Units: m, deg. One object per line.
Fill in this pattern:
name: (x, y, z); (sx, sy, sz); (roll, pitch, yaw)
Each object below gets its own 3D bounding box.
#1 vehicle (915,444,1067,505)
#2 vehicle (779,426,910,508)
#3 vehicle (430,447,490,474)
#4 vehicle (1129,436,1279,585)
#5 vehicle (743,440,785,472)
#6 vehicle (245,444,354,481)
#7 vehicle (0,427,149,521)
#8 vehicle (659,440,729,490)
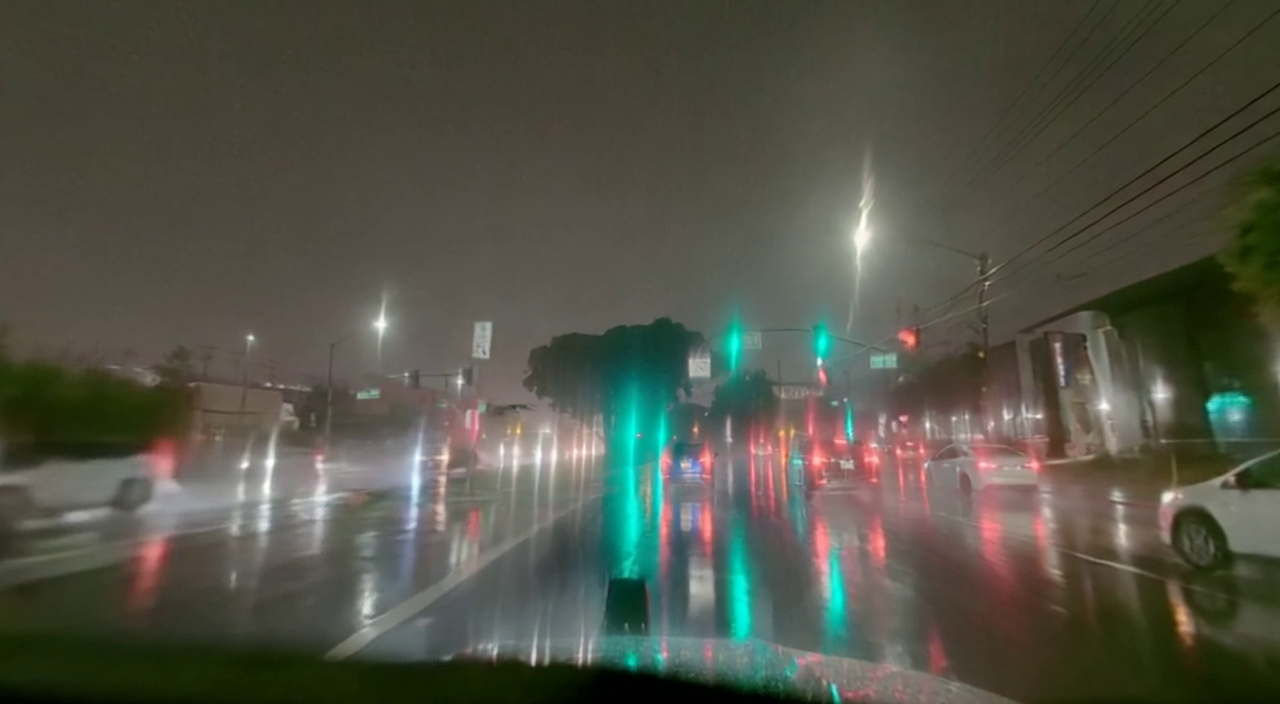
vehicle: (9.538, 3.309, 17.642); (1.882, 1.463, 4.543); (-1, -8, 4)
vehicle: (5.132, 2.929, 16.603); (2.119, 1.810, 4.848); (-1, -8, 4)
vehicle: (-10.172, 6.148, 35.970); (1.779, 1.388, 4.210); (-1, -8, 7)
vehicle: (7.283, 1.522, 5.902); (1.866, 1.471, 4.478); (0, -8, 1)
vehicle: (6.641, 5.594, 34.131); (1.896, 1.612, 4.203); (-1, -8, 7)
vehicle: (-15.035, 4.877, 28.216); (1.905, 1.469, 4.825); (-1, -8, 5)
vehicle: (-12.773, 2.377, 12.490); (2.057, 1.705, 4.754); (-1, -8, 3)
vehicle: (1.916, 3.816, 21.735); (2.168, 1.527, 4.174); (-1, -8, 7)
